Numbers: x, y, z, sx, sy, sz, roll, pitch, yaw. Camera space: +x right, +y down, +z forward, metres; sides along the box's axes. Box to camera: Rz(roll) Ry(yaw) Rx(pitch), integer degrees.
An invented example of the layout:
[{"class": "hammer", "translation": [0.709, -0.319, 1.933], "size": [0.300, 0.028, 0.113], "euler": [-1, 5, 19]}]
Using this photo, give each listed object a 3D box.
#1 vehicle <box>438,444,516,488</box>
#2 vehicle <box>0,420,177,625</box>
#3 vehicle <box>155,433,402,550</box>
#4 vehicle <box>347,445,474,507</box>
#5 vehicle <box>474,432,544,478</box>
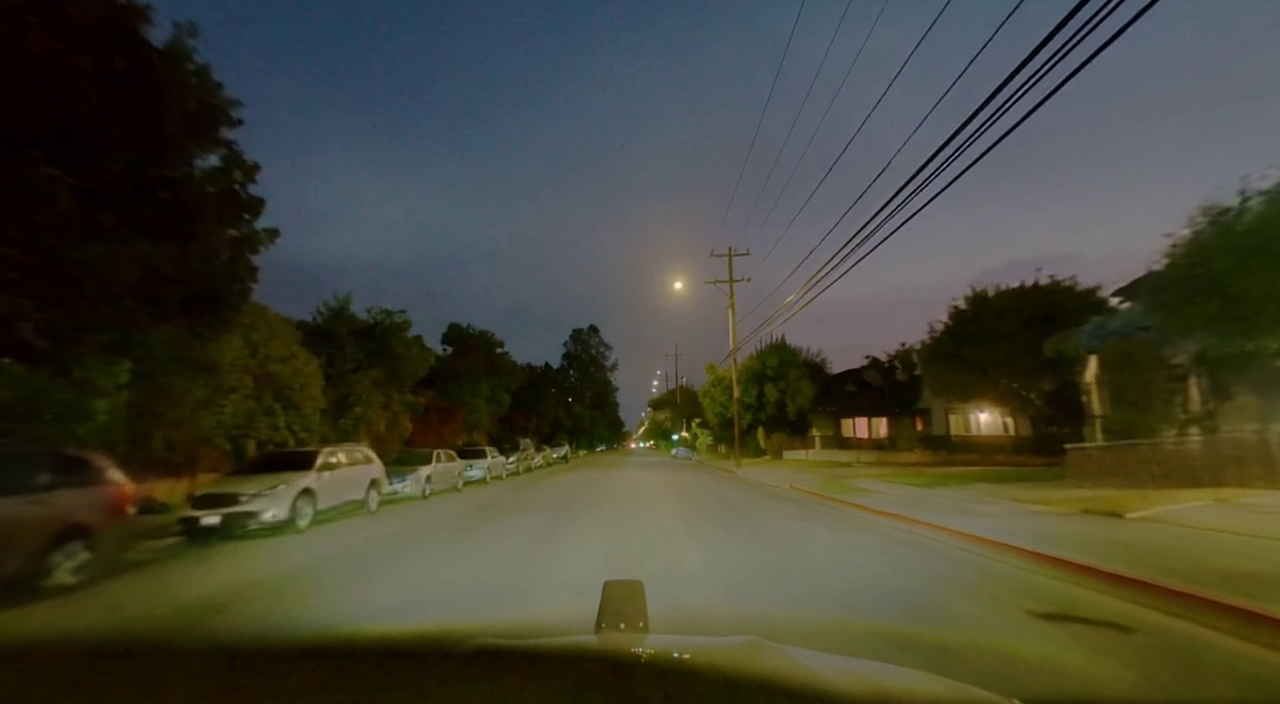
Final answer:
[{"class": "vehicle", "translation": [-6.044, 4.264, 23.946], "size": [1.890, 1.453, 4.430], "euler": [0, -8, -2]}, {"class": "vehicle", "translation": [-6.239, 1.358, 4.847], "size": [1.932, 1.673, 4.457], "euler": [0, -8, 0]}, {"class": "vehicle", "translation": [-6.192, 2.362, 11.599], "size": [1.848, 1.698, 4.482], "euler": [0, -8, 0]}, {"class": "vehicle", "translation": [-6.167, 3.353, 17.602], "size": [1.816, 1.460, 4.542], "euler": [0, -8, 0]}, {"class": "vehicle", "translation": [-6.165, 4.922, 30.415], "size": [2.222, 2.022, 5.547], "euler": [0, -8, 0]}]
